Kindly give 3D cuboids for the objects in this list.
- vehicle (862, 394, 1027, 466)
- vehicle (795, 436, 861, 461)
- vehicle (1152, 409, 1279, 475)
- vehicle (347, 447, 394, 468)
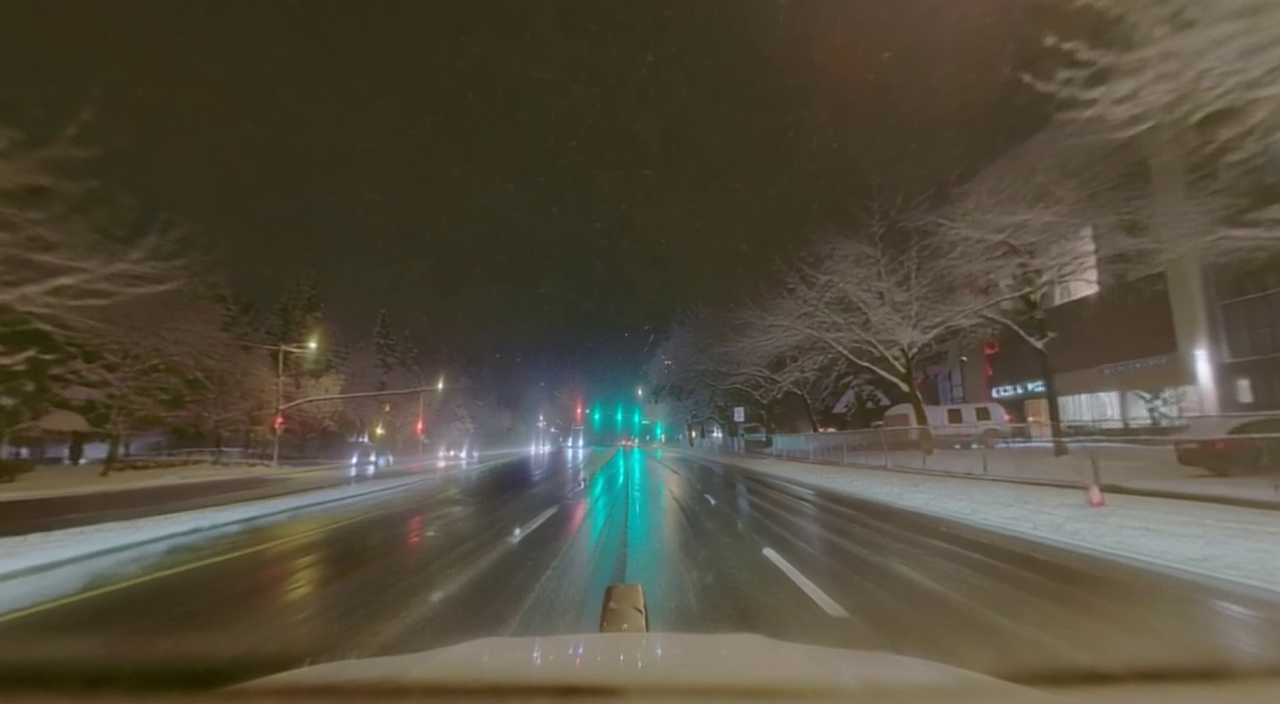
[{"bbox_3d":[15.517,4.042,32.554,6.641,3.391,3.387,0,-8,-4],"label":"vehicle"},{"bbox_3d":[12.375,6.363,41.849,1.948,1.466,4.520,-1,-7,-16],"label":"vehicle"},{"bbox_3d":[16.679,2.374,16.693,4.450,1.643,1.996,0,-8,-1],"label":"vehicle"},{"bbox_3d":[-21.036,8.239,49.370,1.794,1.463,4.332,0,-8,-2],"label":"vehicle"}]
